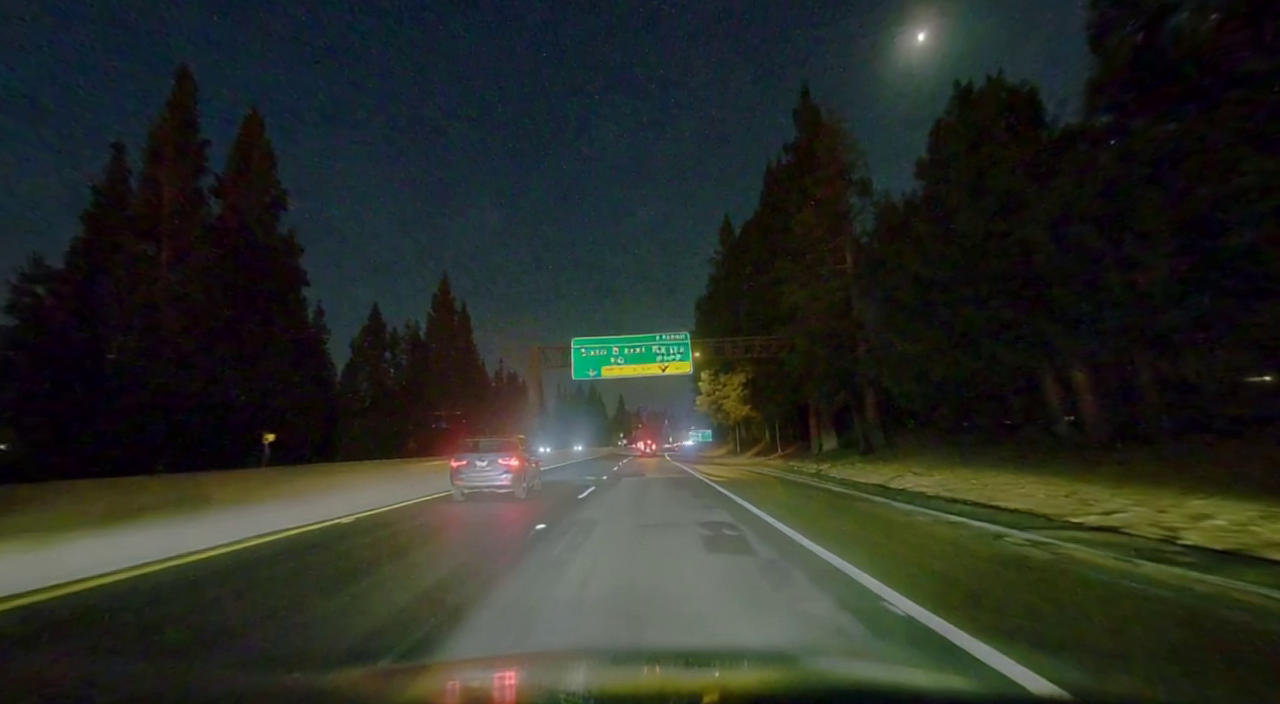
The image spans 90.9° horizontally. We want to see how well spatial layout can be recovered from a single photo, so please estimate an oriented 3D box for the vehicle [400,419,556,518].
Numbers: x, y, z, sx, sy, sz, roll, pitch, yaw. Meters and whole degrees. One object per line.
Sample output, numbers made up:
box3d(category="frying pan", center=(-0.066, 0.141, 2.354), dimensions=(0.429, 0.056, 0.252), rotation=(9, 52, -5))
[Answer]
box3d(category="vehicle", center=(-3.473, 2.661, 14.966), dimensions=(2.143, 1.851, 5.817), rotation=(-1, -9, 0))
